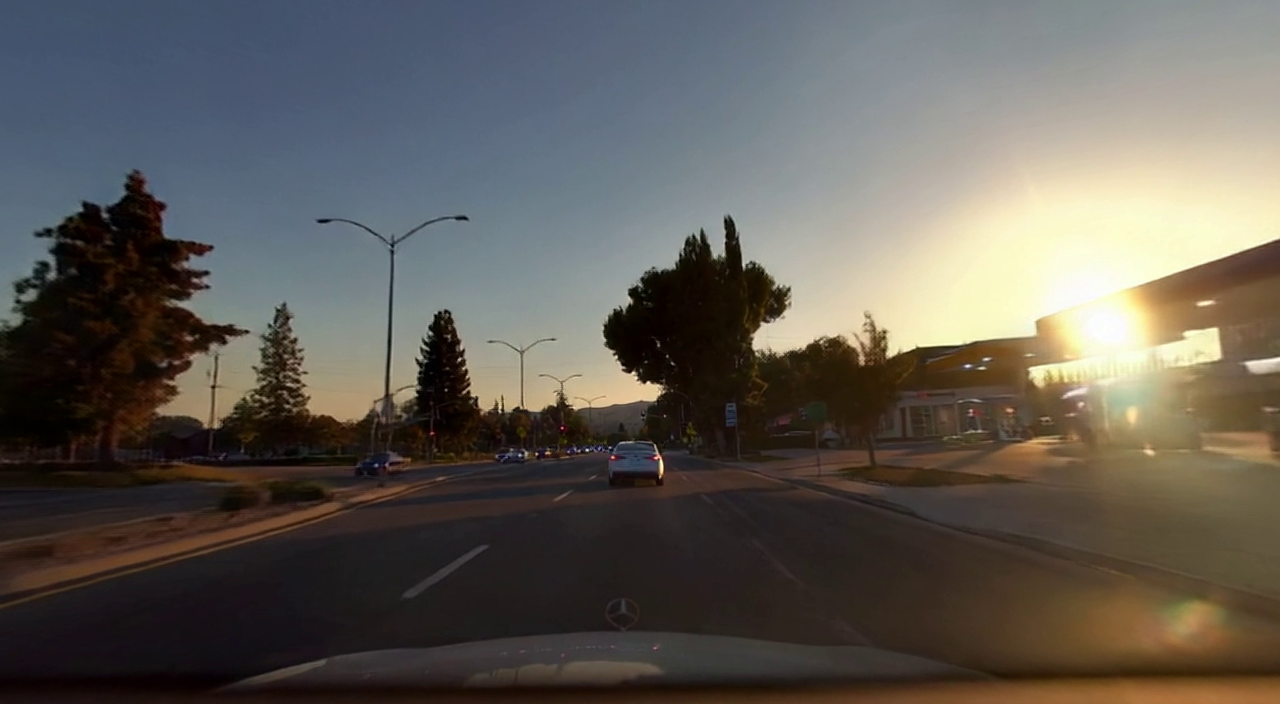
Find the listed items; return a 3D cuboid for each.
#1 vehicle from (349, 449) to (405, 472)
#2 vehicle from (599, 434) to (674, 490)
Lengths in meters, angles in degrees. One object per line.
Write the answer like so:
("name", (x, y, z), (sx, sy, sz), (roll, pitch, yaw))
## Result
("vehicle", (-19.002, 7.815, 45.673), (1.940, 1.525, 4.654), (0, -8, 1))
("vehicle", (-0.073, 3.373, 19.603), (2.062, 1.519, 4.214), (0, -8, 0))
